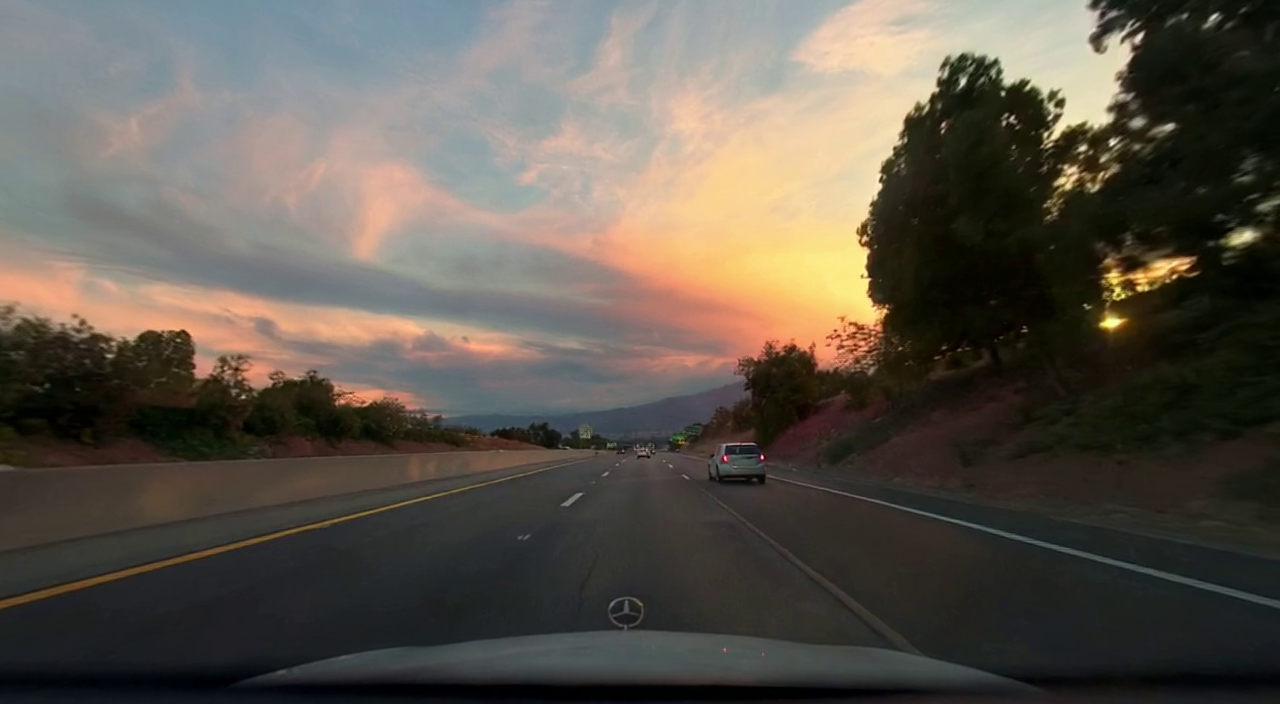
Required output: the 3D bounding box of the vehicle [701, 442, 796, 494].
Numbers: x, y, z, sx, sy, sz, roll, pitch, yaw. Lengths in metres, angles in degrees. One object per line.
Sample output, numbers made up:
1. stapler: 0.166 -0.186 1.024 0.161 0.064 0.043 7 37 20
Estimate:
1. vehicle: 3.362 3.707 20.594 2.193 1.462 4.533 0 -8 -1
